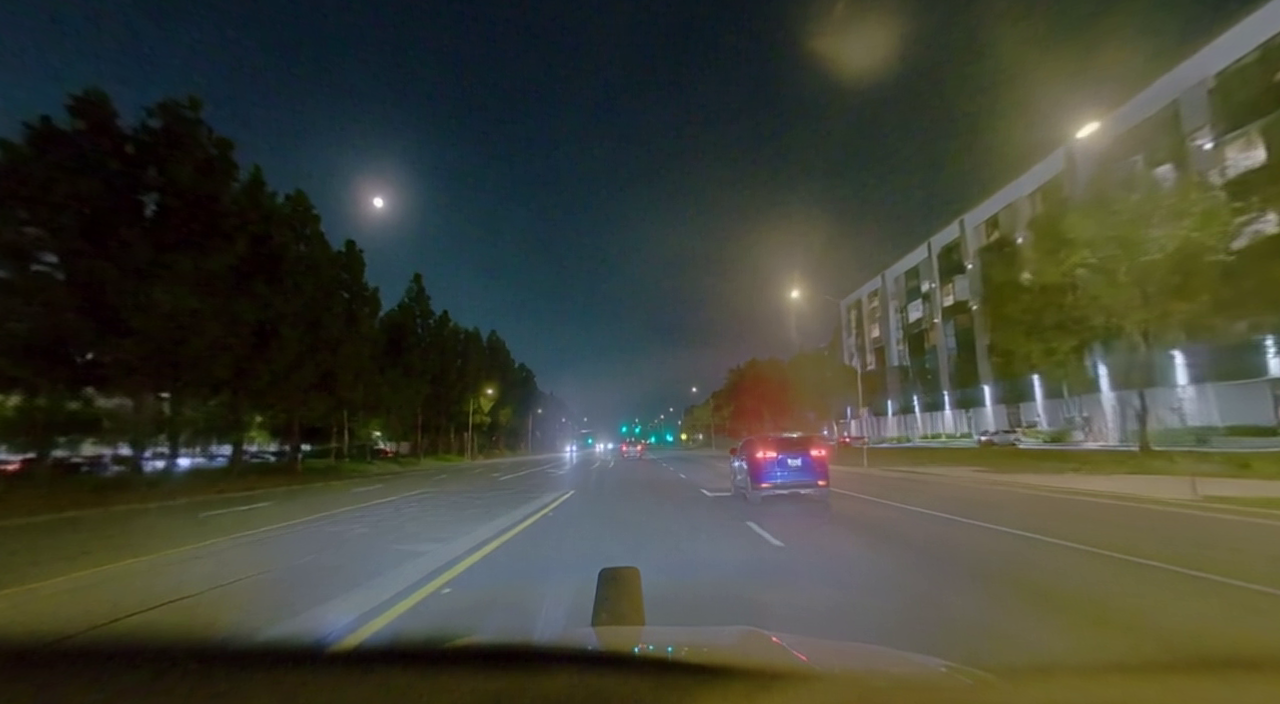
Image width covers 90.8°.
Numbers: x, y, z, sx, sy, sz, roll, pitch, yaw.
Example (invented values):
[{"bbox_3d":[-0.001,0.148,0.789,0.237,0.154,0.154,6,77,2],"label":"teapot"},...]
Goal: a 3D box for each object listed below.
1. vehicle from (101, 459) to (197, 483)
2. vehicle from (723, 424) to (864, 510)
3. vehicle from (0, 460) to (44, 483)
[{"bbox_3d":[-30.938,7.491,39.889,4.415,1.418,1.961,0,-8,-1],"label":"vehicle"},{"bbox_3d":[3.286,2.578,14.566,2.060,1.665,4.284,0,-8,-2],"label":"vehicle"},{"bbox_3d":[-44.444,8.371,44.200,1.793,1.442,3.704,0,-8,-1],"label":"vehicle"}]
